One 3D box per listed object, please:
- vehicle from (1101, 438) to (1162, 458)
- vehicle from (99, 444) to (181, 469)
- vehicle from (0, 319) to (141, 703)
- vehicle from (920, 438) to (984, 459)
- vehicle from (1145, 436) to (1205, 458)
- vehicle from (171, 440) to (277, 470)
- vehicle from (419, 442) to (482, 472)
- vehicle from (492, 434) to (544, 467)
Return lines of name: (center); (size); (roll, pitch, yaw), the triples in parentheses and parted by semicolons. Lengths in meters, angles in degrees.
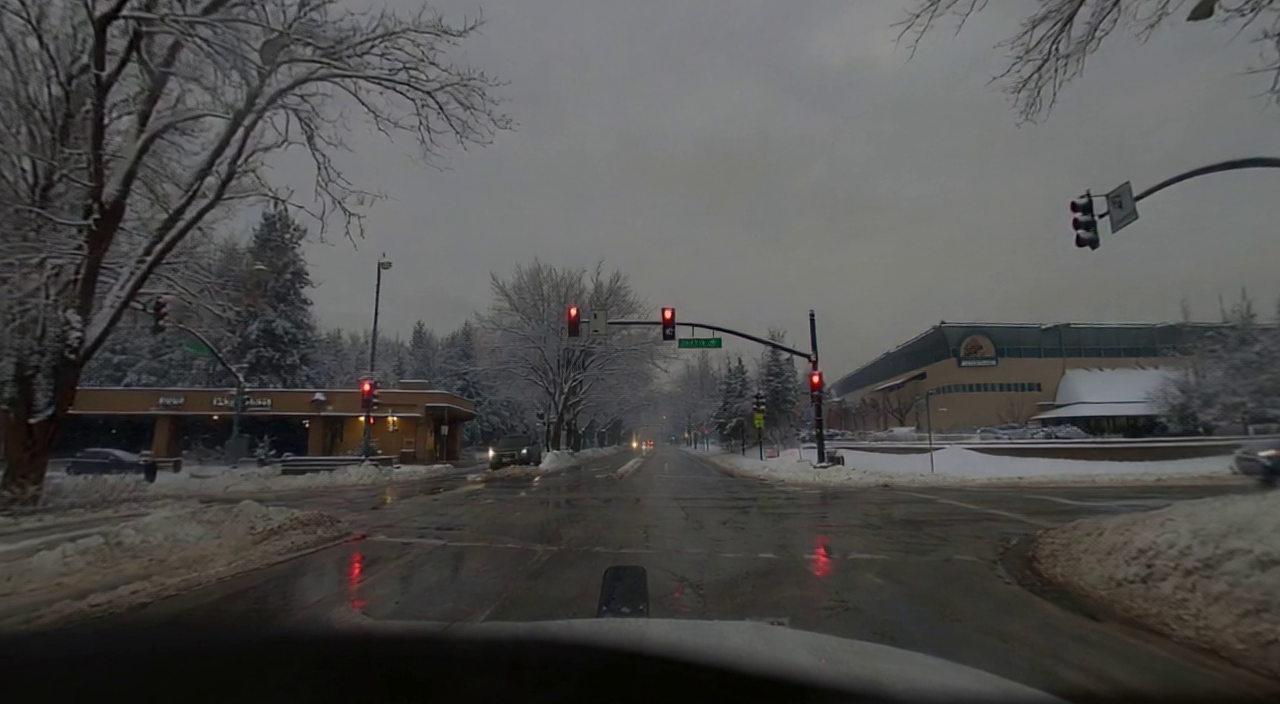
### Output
vehicle: (38.492, 7.544, 49.500); (1.837, 1.514, 4.786); (-2, -9, 13)
vehicle: (-38.665, 8.066, 48.826); (4.516, 1.834, 2.016); (0, -8, -1)
vehicle: (-3.423, 0.519, 0.692); (2.000, 1.789, 4.638); (0, -8, -2)
vehicle: (21.472, 6.646, 43.376); (3.576, 1.425, 1.702); (2, -9, -12)
vehicle: (41.213, 7.366, 48.696); (1.767, 1.456, 4.191); (-5, -12, 15)
vehicle: (-24.545, 6.070, 37.315); (4.844, 1.690, 2.028); (0, -8, 2)
vehicle: (-10.635, 5.903, 35.701); (2.041, 1.548, 4.868); (0, -8, 0)
vehicle: (-7.160, 5.851, 37.451); (2.081, 1.818, 4.782); (0, -8, 1)
